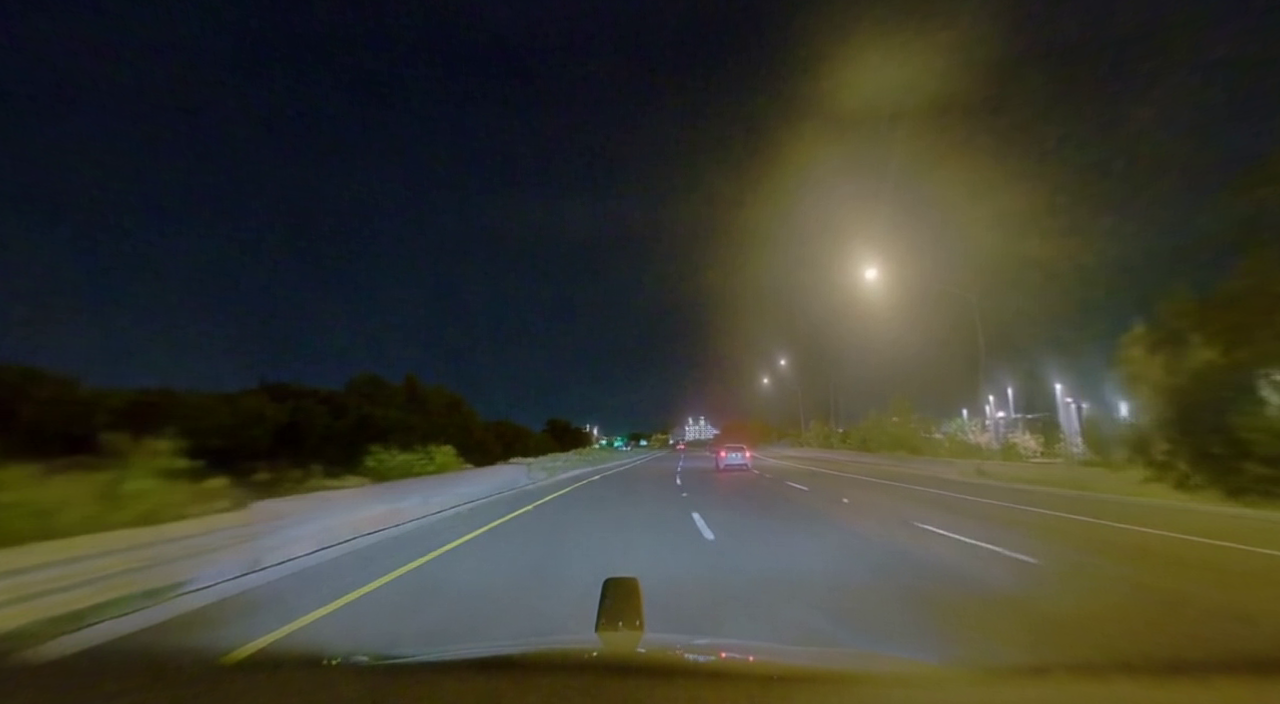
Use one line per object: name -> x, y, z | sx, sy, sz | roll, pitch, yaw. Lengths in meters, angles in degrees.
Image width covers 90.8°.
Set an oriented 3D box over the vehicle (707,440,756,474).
vehicle -> 4.296, 4.988, 30.238 | 1.874, 1.506, 4.116 | -1, -8, 2
